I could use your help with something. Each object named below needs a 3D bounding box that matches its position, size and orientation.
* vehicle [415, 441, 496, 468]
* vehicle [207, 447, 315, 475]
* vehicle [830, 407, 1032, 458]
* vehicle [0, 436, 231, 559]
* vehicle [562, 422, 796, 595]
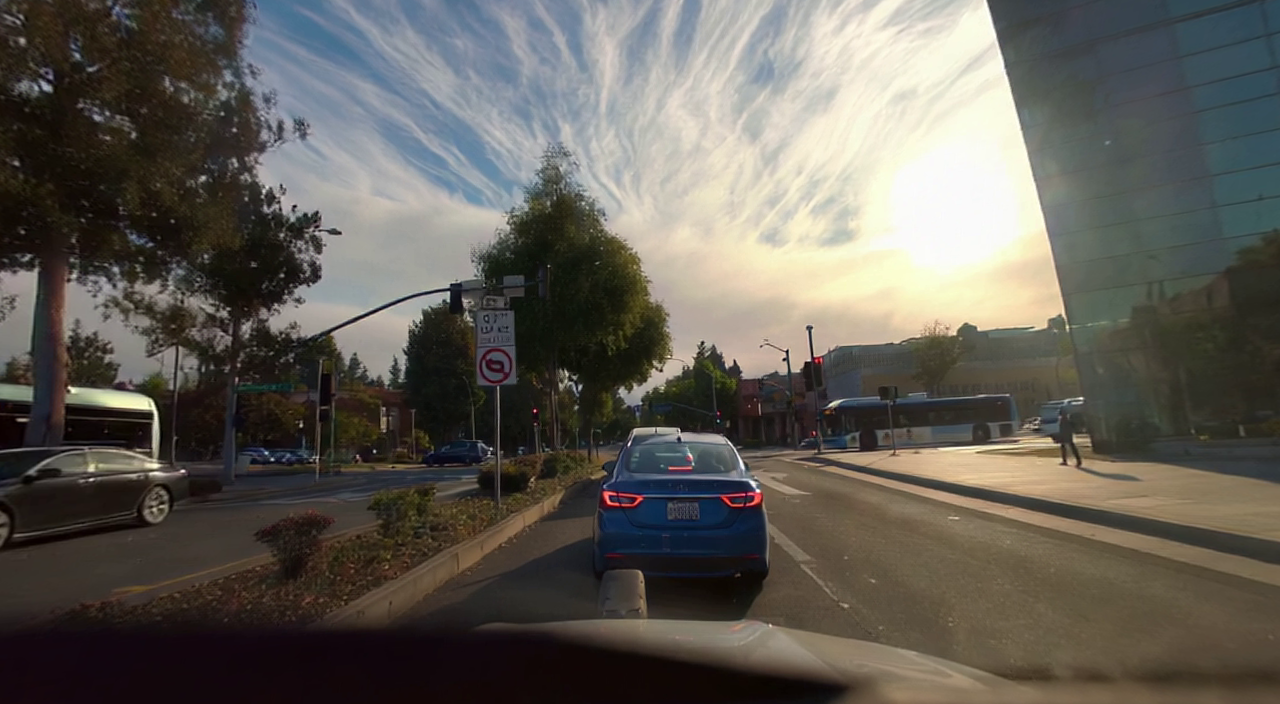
[{"bbox_3d":[-11.844,6.553,40.654,4.561,1.645,1.892,6,-10,-35],"label":"vehicle"},{"bbox_3d":[-21.446,6.154,35.944,1.883,1.461,4.830,-5,-10,32],"label":"vehicle"},{"bbox_3d":[22.149,6.284,48.962,13.811,3.706,2.997,-1,-9,5],"label":"vehicle"},{"bbox_3d":[-8.913,2.061,9.573,2.066,1.506,4.900,0,-8,1],"label":"vehicle"},{"bbox_3d":[0.367,1.630,7.394,2.006,1.470,3.799,0,-8,1],"label":"vehicle"}]
